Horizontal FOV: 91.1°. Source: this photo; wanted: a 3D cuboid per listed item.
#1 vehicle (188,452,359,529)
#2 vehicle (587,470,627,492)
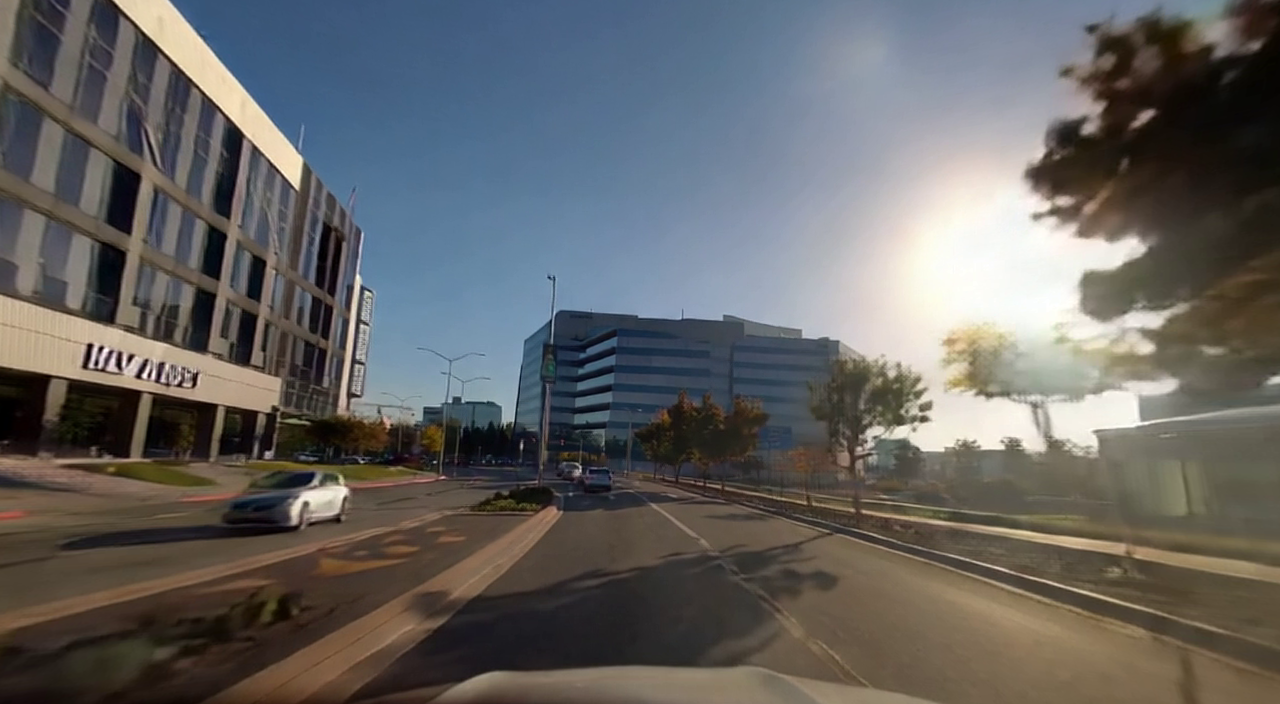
[{"bbox_3d":[-8.258,3.154,14.652,1.916,1.516,3.970,2,-11,-7],"label":"vehicle"},{"bbox_3d":[-1.981,7.615,37.210,1.775,1.186,2.933,3,-11,-14],"label":"vehicle"}]
